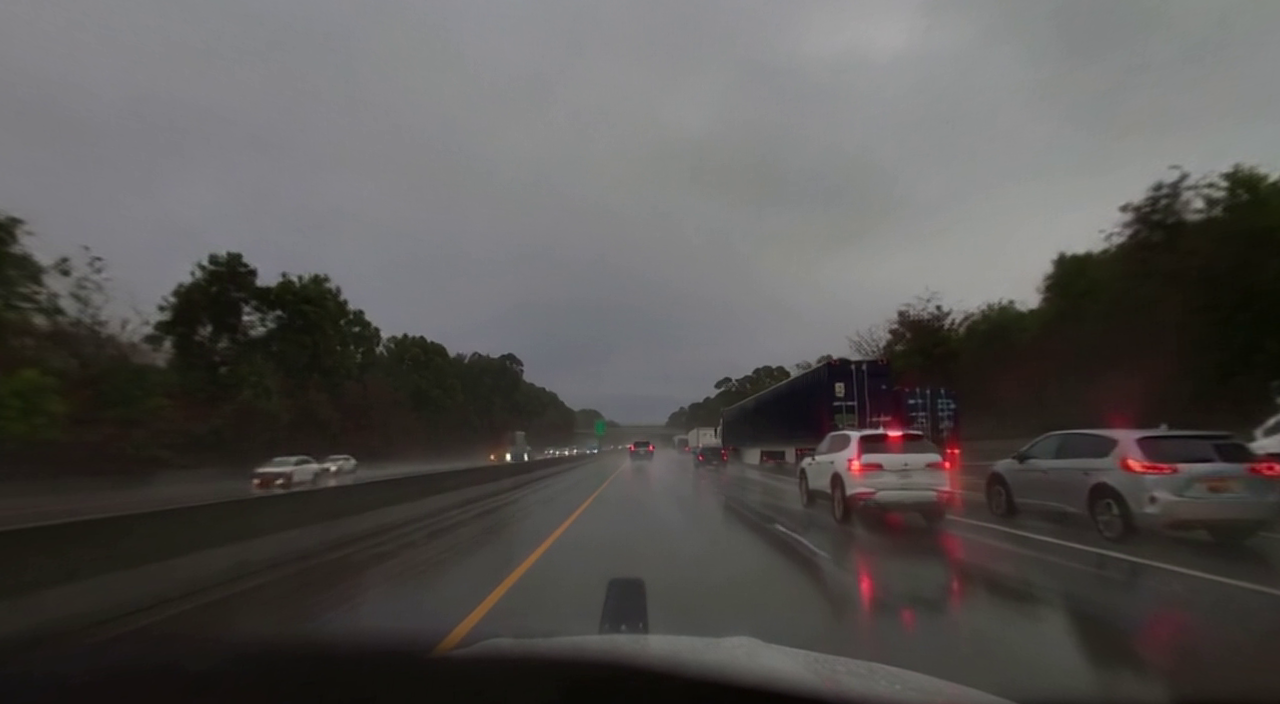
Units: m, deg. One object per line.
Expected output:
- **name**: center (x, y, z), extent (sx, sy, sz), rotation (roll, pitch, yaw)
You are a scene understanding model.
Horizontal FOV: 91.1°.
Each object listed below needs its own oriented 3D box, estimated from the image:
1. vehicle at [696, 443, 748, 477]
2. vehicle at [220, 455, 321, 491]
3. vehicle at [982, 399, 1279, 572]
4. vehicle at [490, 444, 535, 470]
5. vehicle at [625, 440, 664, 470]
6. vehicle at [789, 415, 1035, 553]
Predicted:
- **vehicle**: center (3.960, 5.289, 31.104), extent (1.888, 1.501, 4.608), rotation (0, -8, -1)
- **vehicle**: center (-16.915, 5.536, 29.037), extent (1.906, 1.453, 4.484), rotation (0, -8, 1)
- **vehicle**: center (7.322, 1.769, 9.140), extent (1.985, 1.835, 4.681), rotation (0, -8, -1)
- **vehicle**: center (-9.396, 7.774, 46.702), extent (2.273, 1.821, 4.811), rotation (0, -8, 1)
- **vehicle**: center (0.310, 6.442, 39.374), extent (2.313, 1.736, 4.215), rotation (0, -8, 1)
- **vehicle**: center (3.885, 1.945, 9.940), extent (1.972, 1.693, 4.139), rotation (0, -8, -1)
